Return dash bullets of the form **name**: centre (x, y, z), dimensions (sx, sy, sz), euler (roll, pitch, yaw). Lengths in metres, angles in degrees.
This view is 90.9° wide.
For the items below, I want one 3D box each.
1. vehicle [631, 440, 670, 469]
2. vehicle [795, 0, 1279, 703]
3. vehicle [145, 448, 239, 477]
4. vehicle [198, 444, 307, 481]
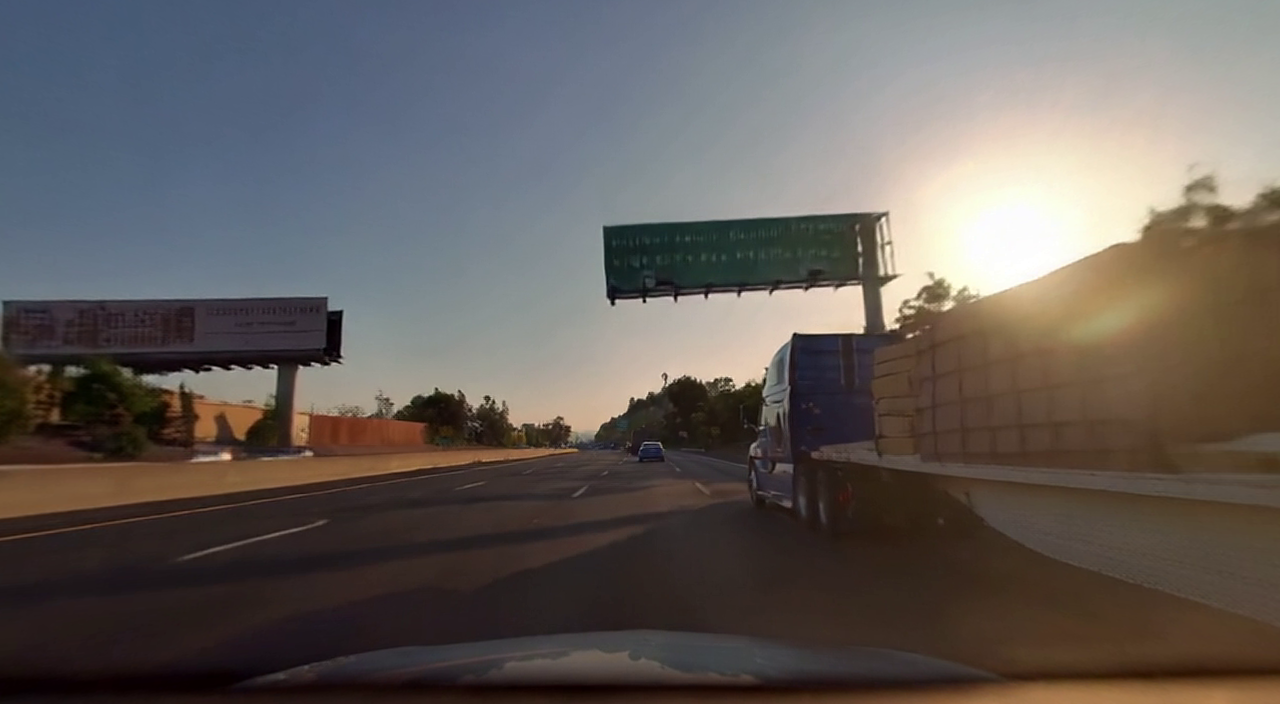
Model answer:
- **vehicle**: centre (0.562, 5.725, 35.354), dimensions (2.042, 1.528, 4.300), euler (0, -8, 0)
- **vehicle**: centre (4.112, 0.010, 1.781), dimensions (2.917, 3.179, 18.723), euler (0, -8, 1)
- **vehicle**: centre (-25.059, 6.175, 35.507), dimensions (1.890, 1.515, 4.485), euler (0, -8, 1)
- **vehicle**: centre (-17.149, 4.887, 28.262), dimensions (1.867, 1.475, 4.682), euler (0, -8, 1)
